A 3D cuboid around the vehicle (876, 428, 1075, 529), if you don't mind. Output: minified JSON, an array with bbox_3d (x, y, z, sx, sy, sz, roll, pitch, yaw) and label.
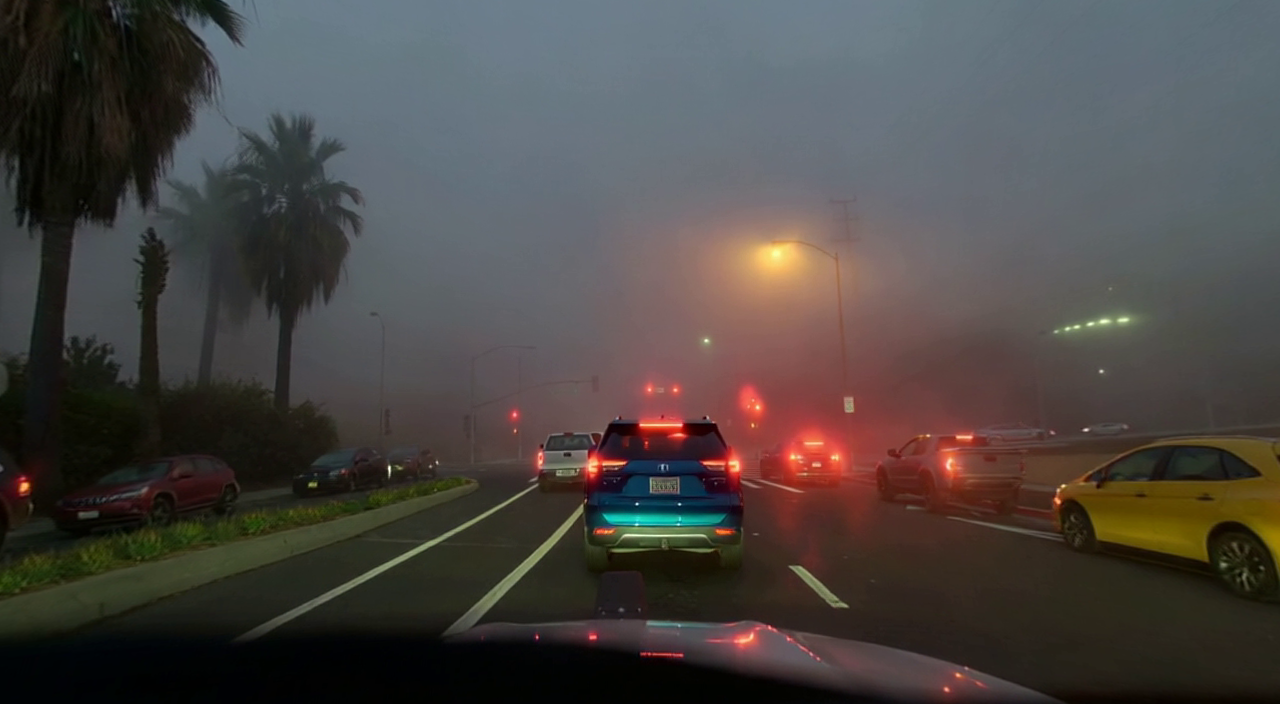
[{"bbox_3d":[6.670,2.529,13.240,1.930,1.736,4.329,-1,-8,3],"label":"vehicle"}]

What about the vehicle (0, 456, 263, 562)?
[{"bbox_3d":[-9.565,2.798,11.935,2.054,1.467,4.595,-4,-9,0],"label":"vehicle"}]

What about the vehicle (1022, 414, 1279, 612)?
[{"bbox_3d":[6.443,1.598,6.919,1.935,1.672,4.139,0,-8,1],"label":"vehicle"}]

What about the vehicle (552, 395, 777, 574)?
[{"bbox_3d":[0.262,1.655,8.586,2.264,1.798,4.258,0,-8,1],"label":"vehicle"}]

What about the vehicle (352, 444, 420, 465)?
[{"bbox_3d":[-18.722,7.514,46.642,1.759,1.457,4.297,-7,-11,38],"label":"vehicle"}]

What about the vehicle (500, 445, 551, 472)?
[{"bbox_3d":[-6.655,6.238,37.251,1.928,1.475,4.645,-1,-8,3],"label":"vehicle"}]
